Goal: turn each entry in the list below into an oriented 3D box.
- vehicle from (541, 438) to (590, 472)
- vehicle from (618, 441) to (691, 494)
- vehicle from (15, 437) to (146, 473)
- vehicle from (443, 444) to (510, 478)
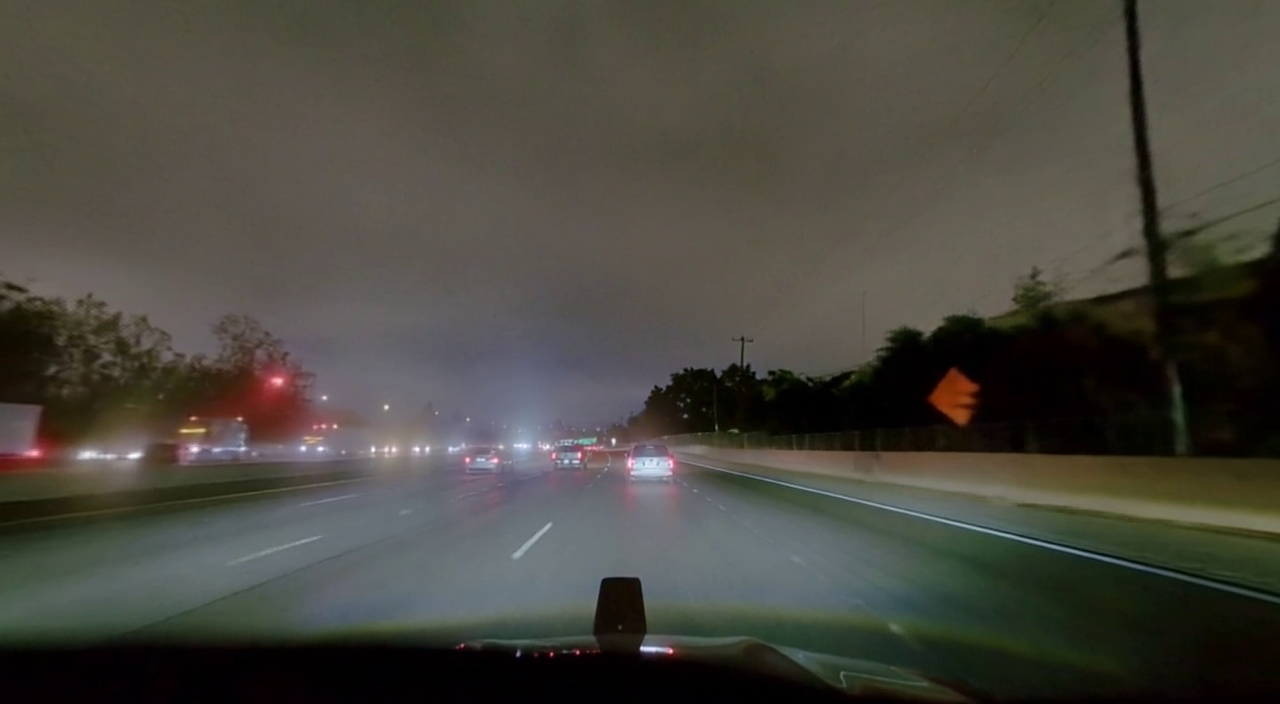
[{"bbox_3d":[-4.051,5.691,35.141,2.289,1.777,4.534,0,-8,-2],"label":"vehicle"},{"bbox_3d":[0.361,3.605,20.098,2.082,1.482,4.126,0,-8,-2],"label":"vehicle"},{"bbox_3d":[-31.023,5.692,35.304,2.303,1.824,5.757,0,-8,-3],"label":"vehicle"},{"bbox_3d":[-7.578,5.089,29.767,1.974,1.464,4.733,0,-8,-1],"label":"vehicle"}]
